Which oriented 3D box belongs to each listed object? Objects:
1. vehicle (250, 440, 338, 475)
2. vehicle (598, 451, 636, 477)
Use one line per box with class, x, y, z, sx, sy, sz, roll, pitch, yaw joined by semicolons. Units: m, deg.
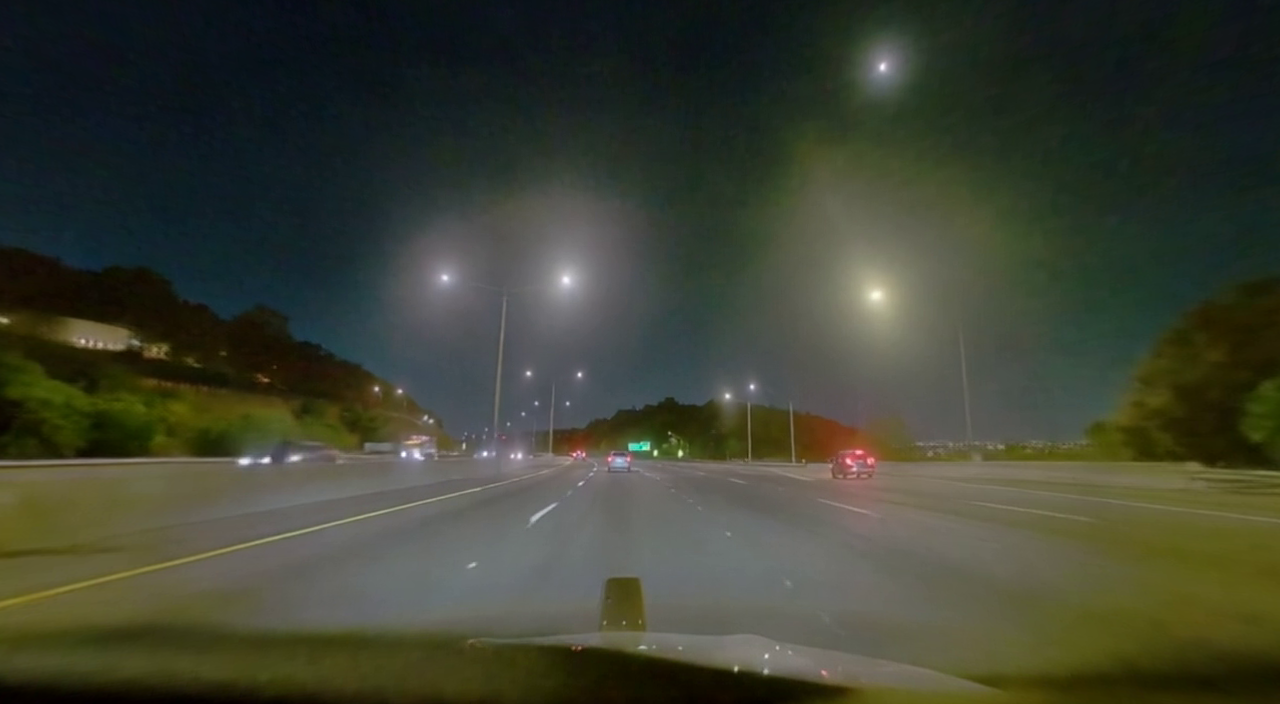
vehicle;-18.480;5.657;33.990;2.015;1.749;4.888;0;-9;-1
vehicle;-1.395;6.847;38.697;2.193;1.497;4.337;0;-9;-2
